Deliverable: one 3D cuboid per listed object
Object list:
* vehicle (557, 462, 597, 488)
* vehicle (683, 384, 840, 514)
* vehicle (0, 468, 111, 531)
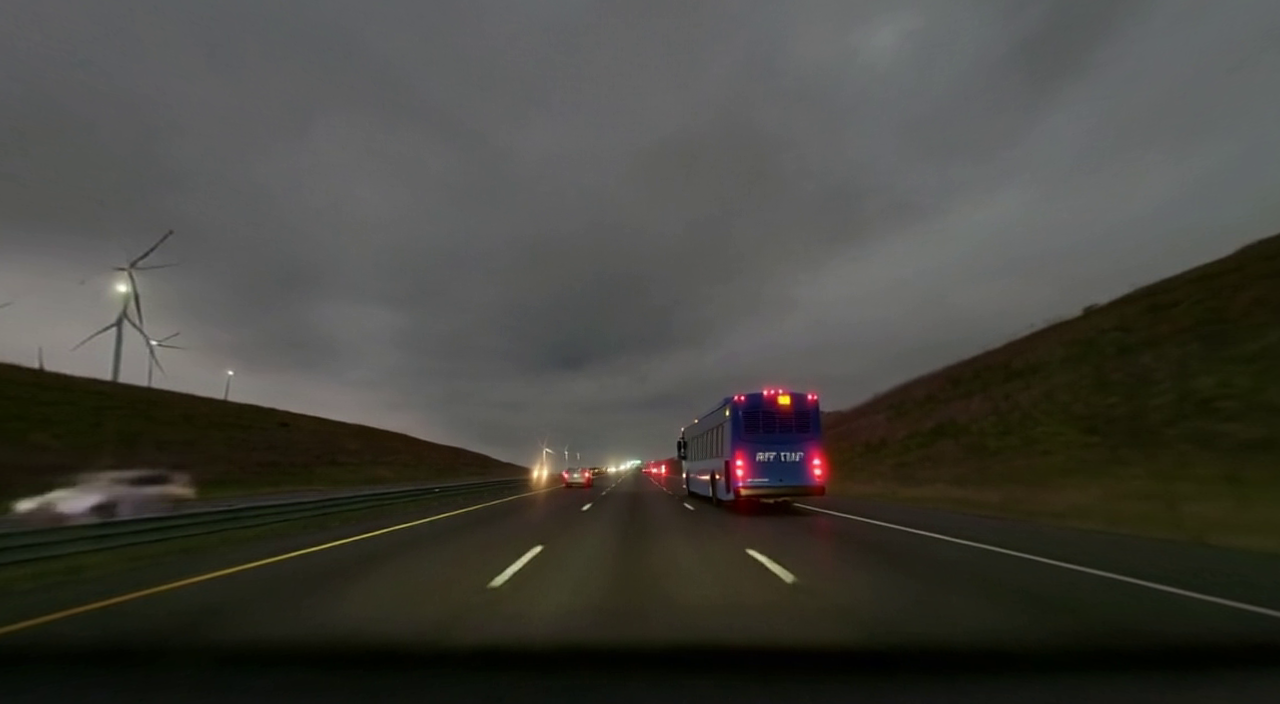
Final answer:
[{"bbox_3d":[-4.039,8.001,41.130,2.213,1.568,4.274,1,-10,-1],"label":"vehicle"},{"bbox_3d":[3.878,4.020,24.886,2.941,3.574,14.463,1,-10,-2],"label":"vehicle"},{"bbox_3d":[-15.050,3.506,15.254,1.609,1.355,3.242,1,-10,-1],"label":"vehicle"}]
